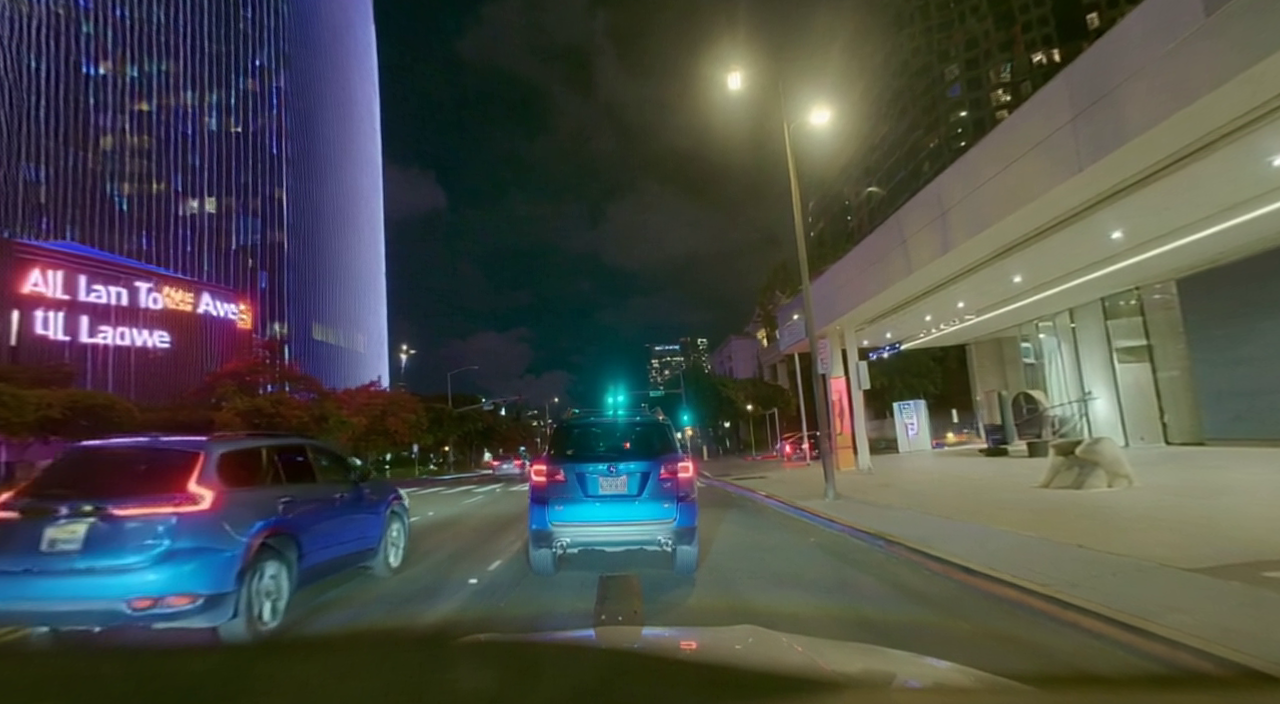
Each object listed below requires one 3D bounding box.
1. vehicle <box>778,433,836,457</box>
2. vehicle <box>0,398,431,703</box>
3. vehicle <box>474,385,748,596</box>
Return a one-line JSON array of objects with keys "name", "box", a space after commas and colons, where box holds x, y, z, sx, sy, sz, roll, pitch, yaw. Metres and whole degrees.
[{"name": "vehicle", "box": [10.524, 5.856, 39.620, 1.877, 1.416, 3.965, -8, -11, 42]}, {"name": "vehicle", "box": [-3.477, 1.391, 5.434, 1.971, 1.658, 4.428, 0, -8, -2]}, {"name": "vehicle", "box": [-0.352, 1.595, 8.132, 2.531, 1.930, 4.382, 0, -8, -2]}]
